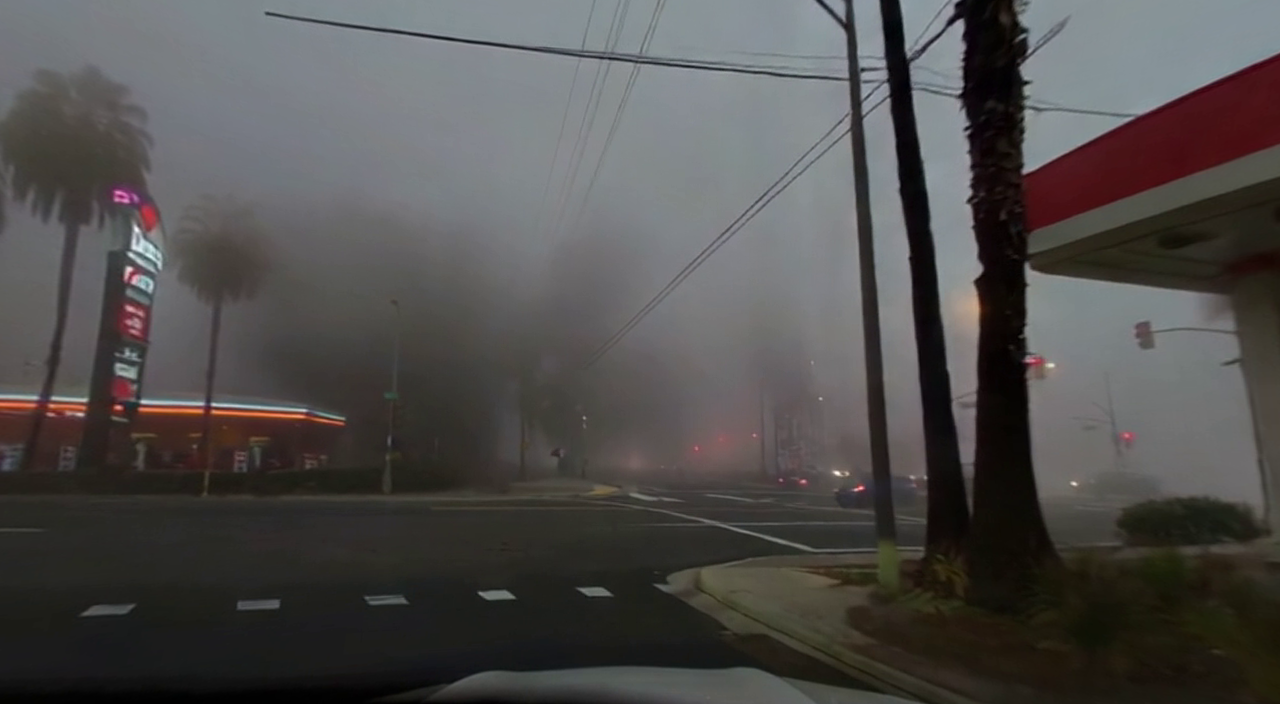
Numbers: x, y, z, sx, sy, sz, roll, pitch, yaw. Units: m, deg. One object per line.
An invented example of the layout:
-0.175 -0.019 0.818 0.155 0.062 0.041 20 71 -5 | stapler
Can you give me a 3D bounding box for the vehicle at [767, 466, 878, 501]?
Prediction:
8.389 6.029 29.122 4.570 1.480 1.873 3 -9 -16 | vehicle
